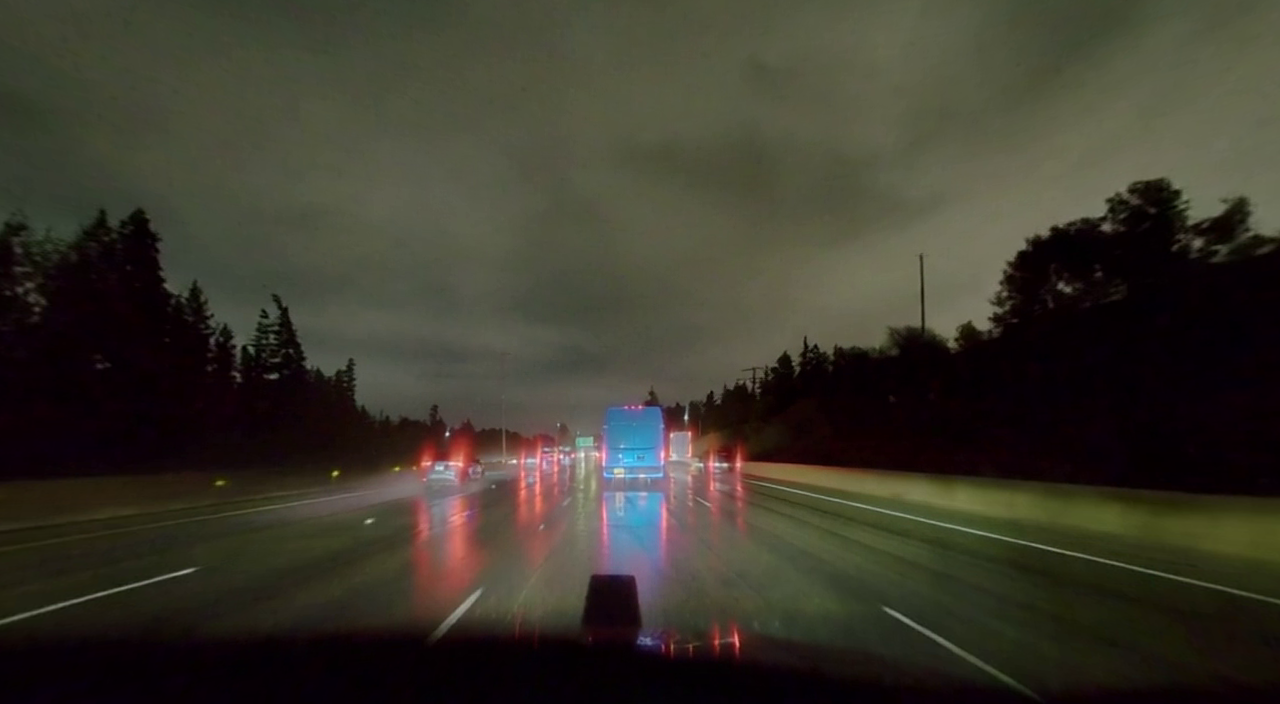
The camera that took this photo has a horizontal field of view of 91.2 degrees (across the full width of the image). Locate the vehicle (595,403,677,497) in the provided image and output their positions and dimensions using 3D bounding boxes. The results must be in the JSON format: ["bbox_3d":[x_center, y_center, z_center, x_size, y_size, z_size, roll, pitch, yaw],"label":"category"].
[{"bbox_3d":[-0.223,3.100,19.909,2.268,2.551,5.144,0,-9,-3],"label":"vehicle"}]

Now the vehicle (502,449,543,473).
[{"bbox_3d":[-7.635,7.099,41.050,2.026,1.506,4.102,0,-9,-2],"label":"vehicle"}]

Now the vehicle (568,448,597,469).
[{"bbox_3d":[-4.440,8.253,48.800,2.002,1.536,4.021,0,-9,-2],"label":"vehicle"}]

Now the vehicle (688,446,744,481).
[{"bbox_3d":[3.472,5.218,29.563,2.015,1.491,4.732,0,-9,-1],"label":"vehicle"}]

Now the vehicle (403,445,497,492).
[{"bbox_3d":[-6.785,4.190,22.911,2.003,1.498,4.386,0,-9,0],"label":"vehicle"}]
